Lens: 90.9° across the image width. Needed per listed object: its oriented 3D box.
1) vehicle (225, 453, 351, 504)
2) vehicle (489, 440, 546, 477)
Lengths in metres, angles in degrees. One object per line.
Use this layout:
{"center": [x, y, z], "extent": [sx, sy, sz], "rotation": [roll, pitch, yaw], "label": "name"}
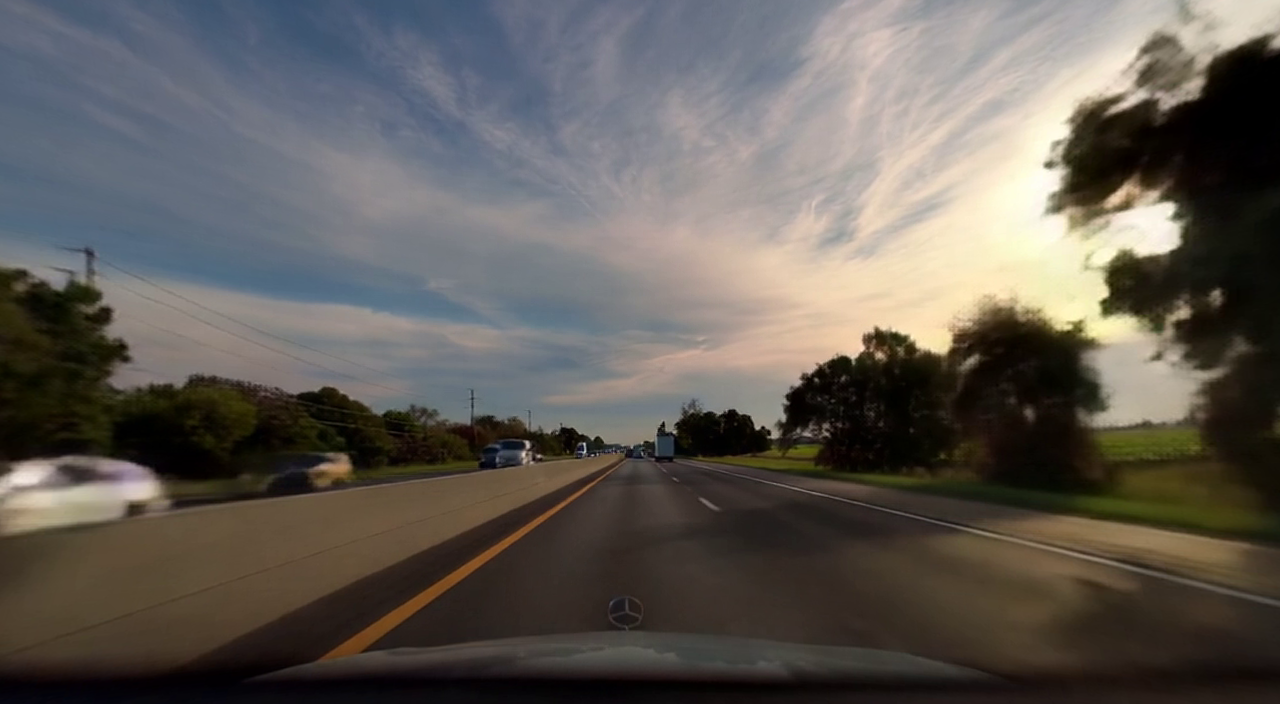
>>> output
{"center": [-12.850, 4.592, 23.408], "extent": [1.954, 1.672, 4.653], "rotation": [0, -9, 0], "label": "vehicle"}
{"center": [-8.424, 7.410, 44.145], "extent": [2.544, 2.305, 7.154], "rotation": [0, -9, 0], "label": "vehicle"}
